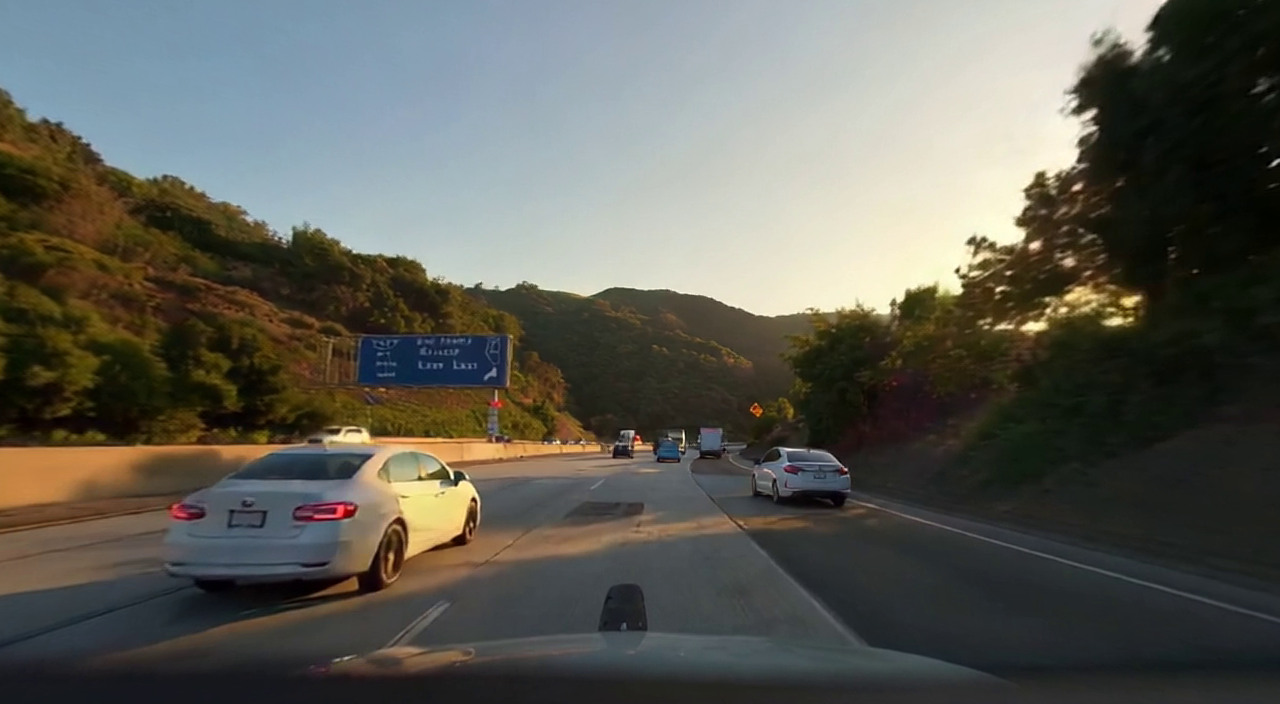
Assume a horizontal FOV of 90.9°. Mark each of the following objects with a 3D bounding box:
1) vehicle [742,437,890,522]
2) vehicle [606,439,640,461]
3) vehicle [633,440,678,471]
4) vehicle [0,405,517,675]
[{"bbox_3d":[3.551,2.636,13.664,2.013,1.464,4.317,1,-8,1],"label":"vehicle"},{"bbox_3d":[-1.166,7.123,45.985,2.010,1.482,4.230,0,-8,5],"label":"vehicle"},{"bbox_3d":[0.873,5.324,32.684,2.202,1.467,3.929,0,-8,3],"label":"vehicle"},{"bbox_3d":[-2.741,1.408,6.033,2.031,1.491,4.792,0,-8,2],"label":"vehicle"}]
